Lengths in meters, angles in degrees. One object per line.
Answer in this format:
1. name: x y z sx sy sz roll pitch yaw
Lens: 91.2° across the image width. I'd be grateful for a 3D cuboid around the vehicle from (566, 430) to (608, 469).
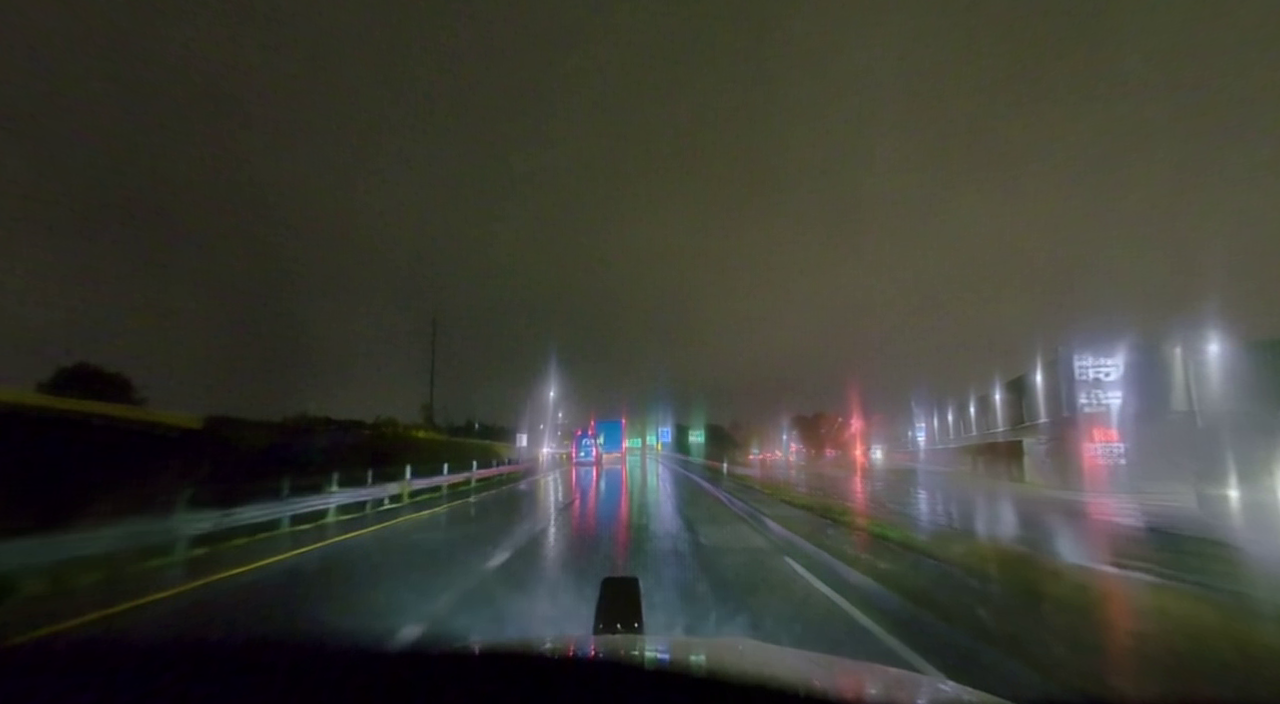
1. vehicle: -3.760 7.108 45.735 2.463 2.640 7.034 0 -9 0
